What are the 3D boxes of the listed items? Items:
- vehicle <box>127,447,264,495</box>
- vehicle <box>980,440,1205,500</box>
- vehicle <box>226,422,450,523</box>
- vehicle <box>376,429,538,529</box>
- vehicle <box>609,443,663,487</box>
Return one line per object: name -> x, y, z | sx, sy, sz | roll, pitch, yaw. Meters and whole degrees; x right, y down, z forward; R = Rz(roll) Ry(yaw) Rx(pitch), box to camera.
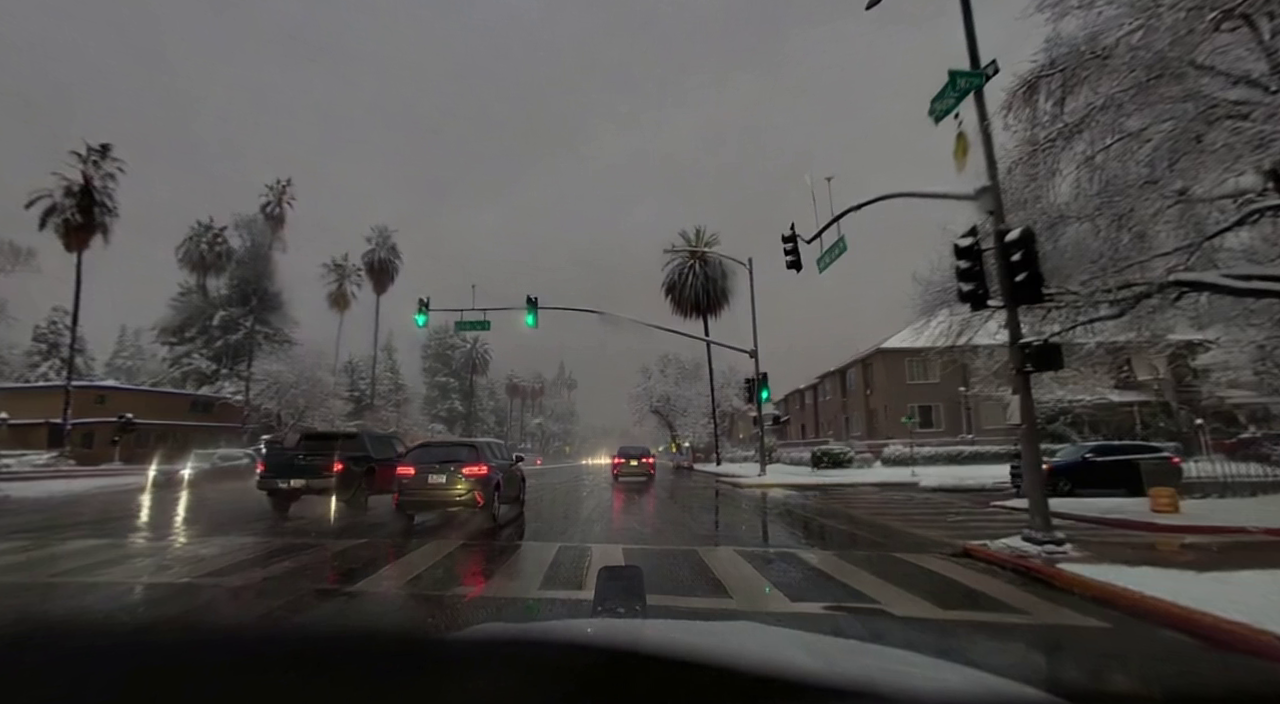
vehicle -> -18.590, 4.963, 26.691 | 2.323, 1.828, 4.675 | 0, -9, 0
vehicle -> 12.336, 3.230, 17.436 | 4.649, 1.496, 2.061 | 0, -9, -1
vehicle -> -7.094, 2.935, 15.988 | 2.457, 2.010, 6.330 | 0, -9, 1
vehicle -> -3.749, 2.688, 13.928 | 2.116, 1.806, 4.516 | 0, -9, 1
vehicle -> -0.177, 5.102, 28.672 | 2.280, 1.803, 4.240 | 0, -9, 0
